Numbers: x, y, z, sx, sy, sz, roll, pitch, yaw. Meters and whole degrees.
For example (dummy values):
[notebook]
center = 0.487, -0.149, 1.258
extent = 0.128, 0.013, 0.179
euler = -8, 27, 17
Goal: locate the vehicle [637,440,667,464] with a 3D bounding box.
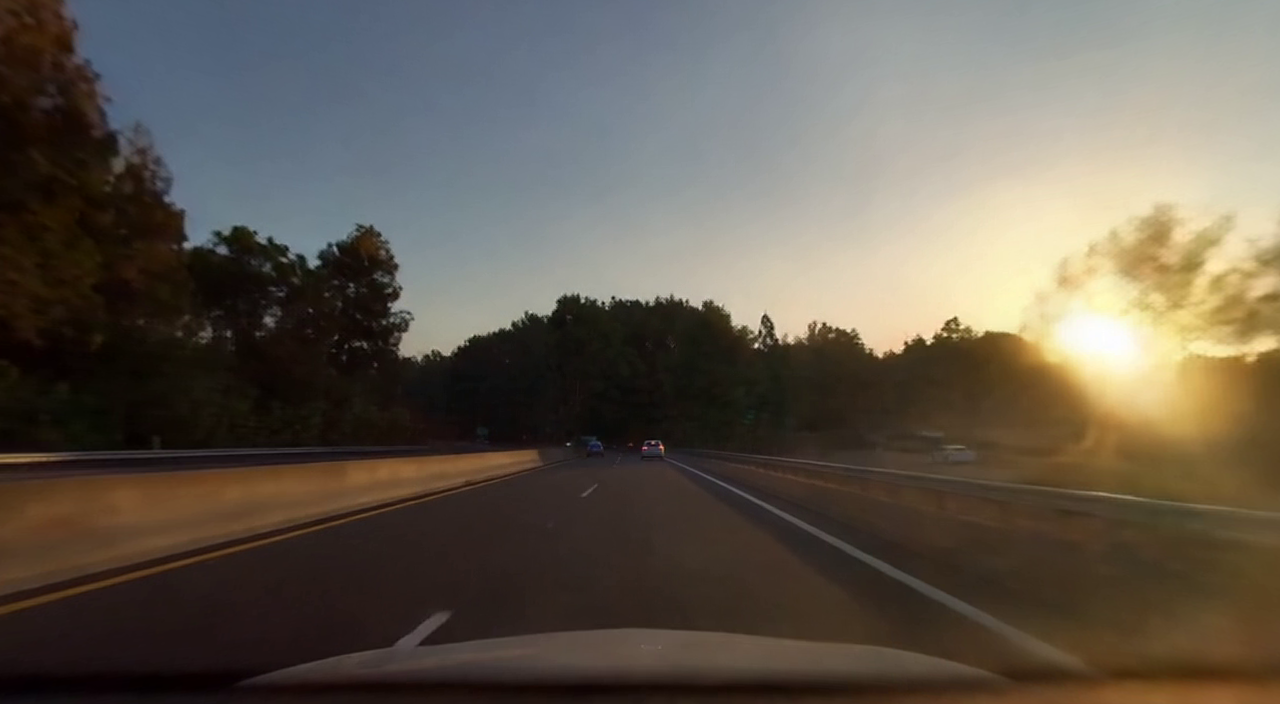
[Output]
[vehicle]
center = 0.791, 6.951, 43.921
extent = 1.966, 1.542, 3.979
euler = 0, -8, -1
